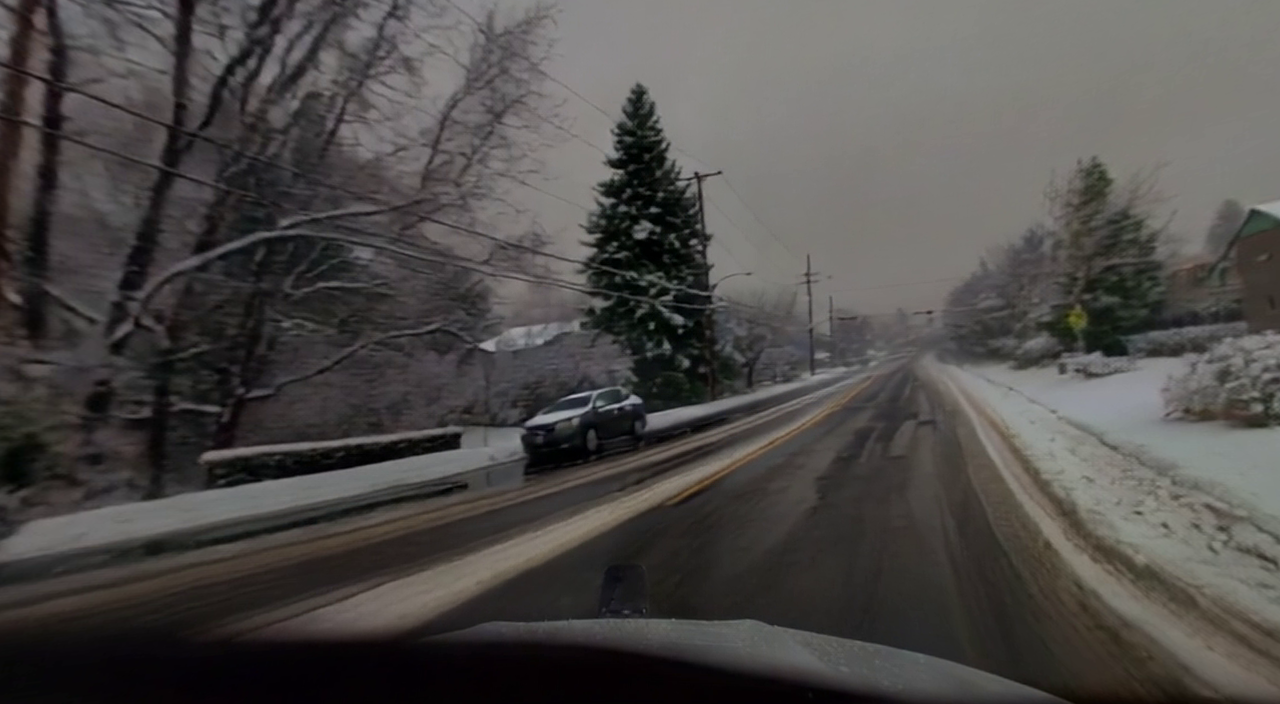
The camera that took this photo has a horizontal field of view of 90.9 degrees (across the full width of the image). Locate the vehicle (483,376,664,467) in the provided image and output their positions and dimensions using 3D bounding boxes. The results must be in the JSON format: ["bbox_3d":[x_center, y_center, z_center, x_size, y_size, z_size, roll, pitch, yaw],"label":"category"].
[{"bbox_3d":[-1.409,1.589,15.972,2.032,1.595,5.289,-3,0,26],"label":"vehicle"}]
